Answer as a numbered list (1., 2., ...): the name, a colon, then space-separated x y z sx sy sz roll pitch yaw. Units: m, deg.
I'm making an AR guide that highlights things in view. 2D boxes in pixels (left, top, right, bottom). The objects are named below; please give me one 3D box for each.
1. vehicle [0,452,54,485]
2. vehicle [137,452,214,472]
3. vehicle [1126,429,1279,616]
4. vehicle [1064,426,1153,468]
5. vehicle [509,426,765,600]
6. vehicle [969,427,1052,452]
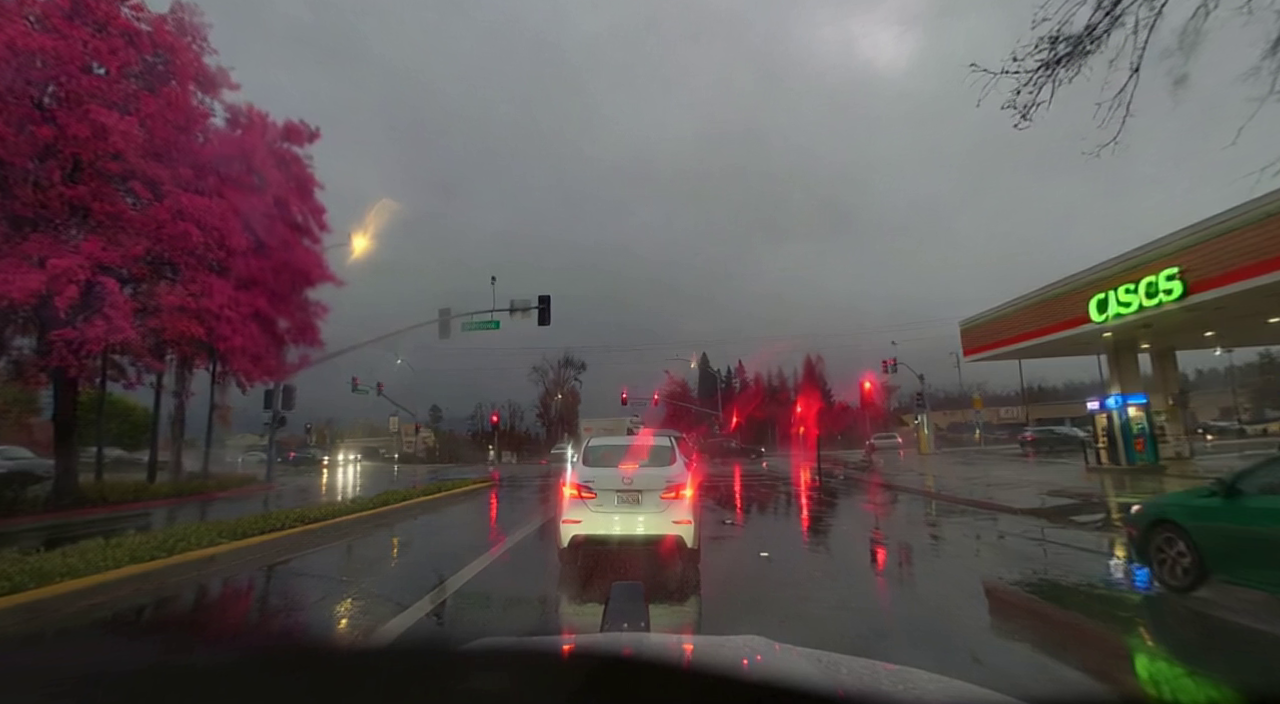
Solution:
1. vehicle: -33.302 6.037 32.897 2.186 1.588 4.686 3 -9 -20
2. vehicle: -34.881 8.272 47.361 4.466 1.438 1.837 -1 -8 5
3. vehicle: 6.188 1.292 4.481 1.942 1.511 4.390 0 -8 0
4. vehicle: 18.589 3.756 24.913 4.300 1.495 2.053 8 -12 -44
5. vehicle: -0.055 1.694 7.554 2.213 1.482 4.057 0 -8 -1
6. vehicle: 27.123 6.424 46.284 4.664 1.728 2.171 -1 -8 3
